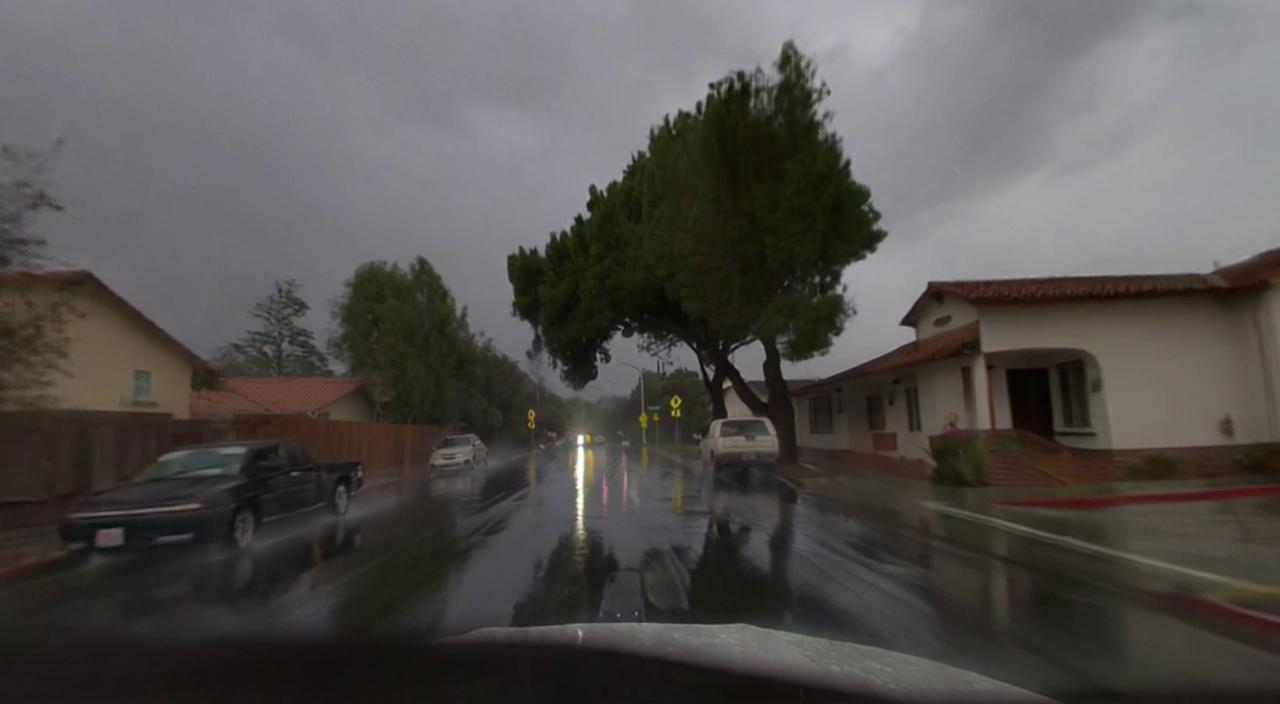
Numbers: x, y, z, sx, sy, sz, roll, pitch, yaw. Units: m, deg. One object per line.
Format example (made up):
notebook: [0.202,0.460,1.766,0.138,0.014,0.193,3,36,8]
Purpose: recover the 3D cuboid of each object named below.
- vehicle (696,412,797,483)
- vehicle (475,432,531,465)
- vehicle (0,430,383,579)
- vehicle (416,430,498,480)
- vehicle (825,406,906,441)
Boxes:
vehicle: [2.787,2.615,17.629,1.997,1.663,4.544,-1,-7,0]
vehicle: [-6.603,4.667,30.825,1.919,1.464,4.155,1,-8,-1]
vehicle: [-5.807,1.922,9.319,1.972,1.502,5.530,1,-7,-4]
vehicle: [-6.284,3.530,22.037,1.842,1.540,3.704,-1,-7,-1]
vehicle: [12.814,4.108,35.810,4.184,1.817,2.026,-3,-9,21]
